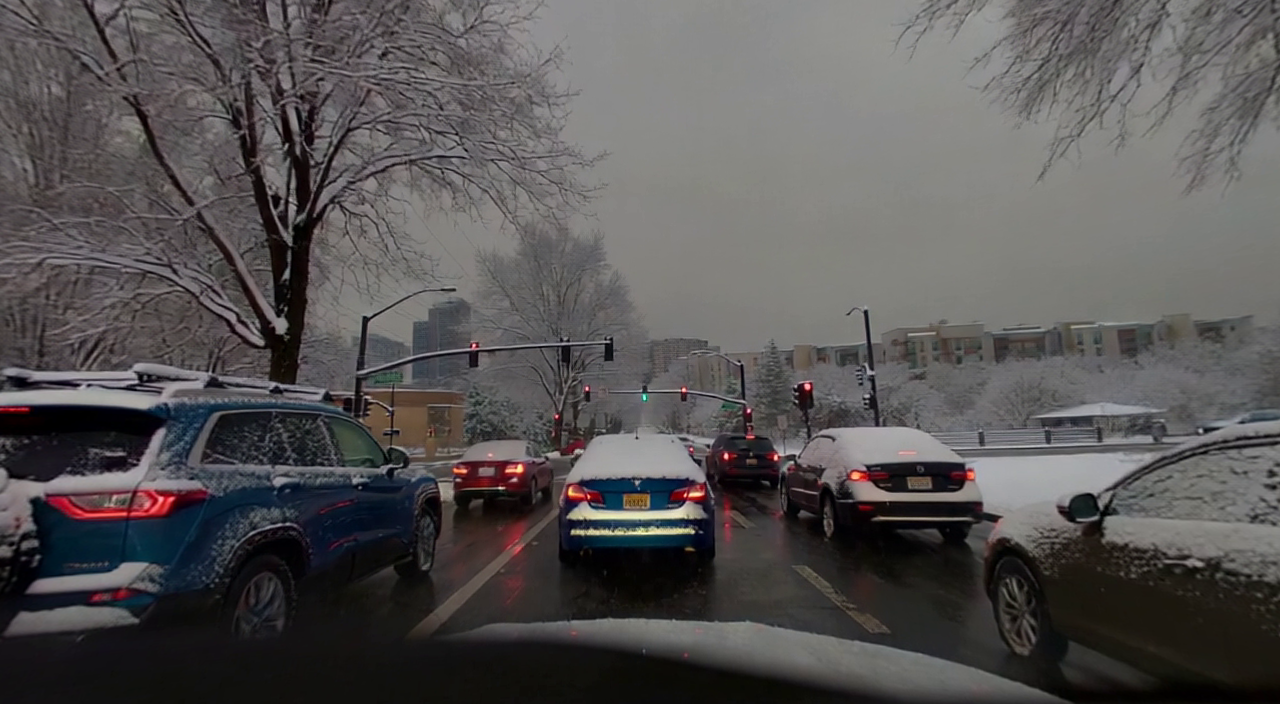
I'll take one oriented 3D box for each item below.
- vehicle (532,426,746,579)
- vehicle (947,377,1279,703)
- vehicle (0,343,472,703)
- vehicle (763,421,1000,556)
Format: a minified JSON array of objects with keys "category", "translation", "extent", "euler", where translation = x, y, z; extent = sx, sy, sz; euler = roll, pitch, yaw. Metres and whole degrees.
[{"category":"vehicle","translation":[-0.035,1.809,8.373],"extent":[2.147,1.507,3.953],"euler":[0,-8,-1]},{"category":"vehicle","translation":[3.320,0.964,2.829],"extent":[1.899,1.588,3.888],"euler":[0,-8,0]},{"category":"vehicle","translation":[-3.143,1.175,5.128],"extent":[2.168,1.750,4.625],"euler":[-1,-8,1]},{"category":"vehicle","translation":[3.423,2.016,10.052],"extent":[2.040,1.647,4.379],"euler":[0,-9,0]}]
